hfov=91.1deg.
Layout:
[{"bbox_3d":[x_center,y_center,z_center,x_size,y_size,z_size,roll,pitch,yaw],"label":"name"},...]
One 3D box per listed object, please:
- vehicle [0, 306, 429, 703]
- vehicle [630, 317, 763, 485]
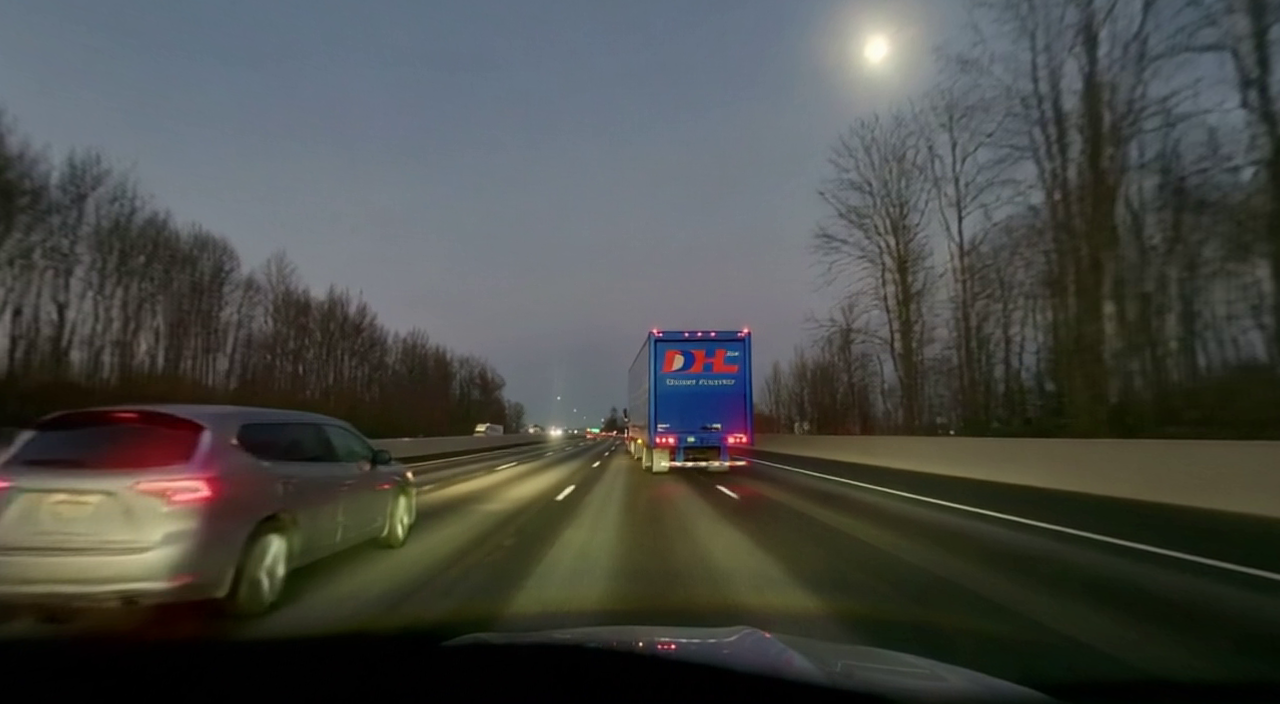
[{"bbox_3d":[-3.673,1.039,4.758,2.394,1.787,5.186,0,-8,-1],"label":"vehicle"},{"bbox_3d":[1.336,1.785,20.190,3.011,4.211,8.926,0,-8,-3],"label":"vehicle"}]
